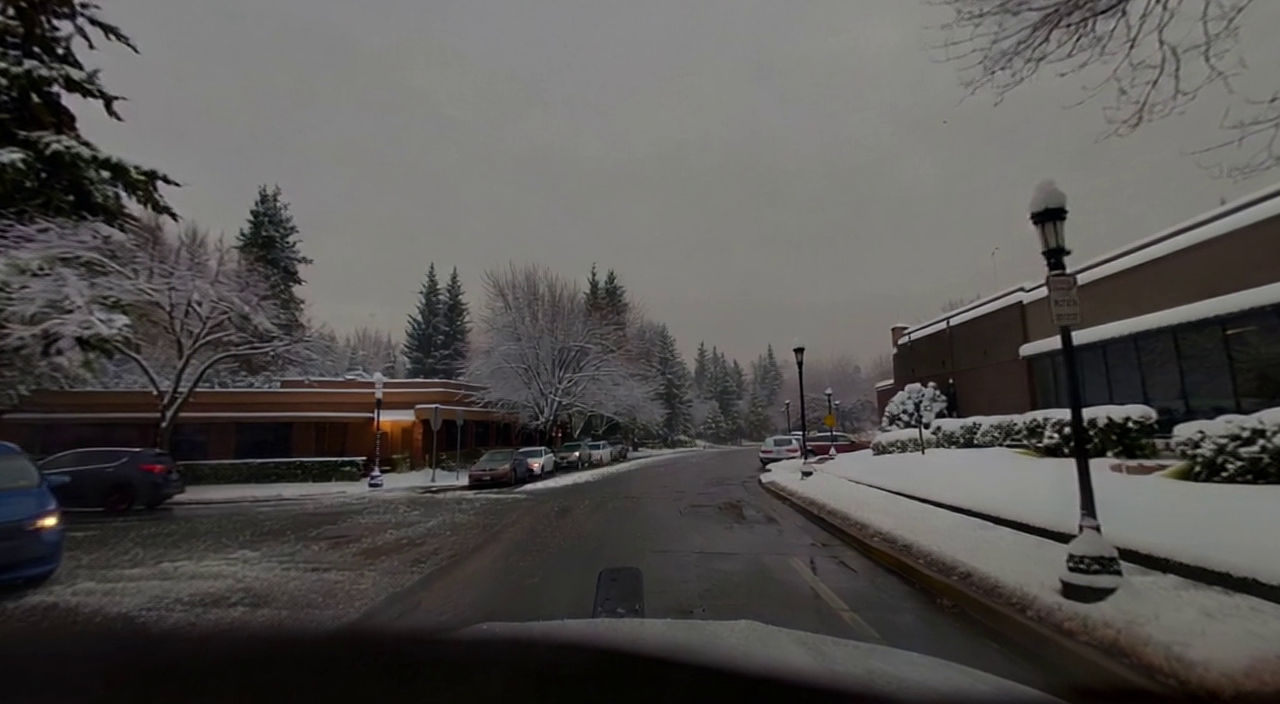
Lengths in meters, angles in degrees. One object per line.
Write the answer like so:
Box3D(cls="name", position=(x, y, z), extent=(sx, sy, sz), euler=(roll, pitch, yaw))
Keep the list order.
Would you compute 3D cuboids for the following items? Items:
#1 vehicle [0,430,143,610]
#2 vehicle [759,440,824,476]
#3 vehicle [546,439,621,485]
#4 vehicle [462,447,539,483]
Box3D(cls="vehicle", position=(-7.641, 1.695, 6.815), extent=(4.141, 1.620, 1.876), euler=(-5, -10, 27))
Box3D(cls="vehicle", position=(6.715, 4.743, 28.544), extent=(1.918, 1.461, 4.419), euler=(0, -9, 1))
Box3D(cls="vehicle", position=(-2.131, 4.341, 25.311), extent=(2.110, 1.651, 4.410), euler=(-1, -9, 7))
Box3D(cls="vehicle", position=(-6.047, 4.942, 27.947), extent=(1.968, 1.443, 4.358), euler=(-1, -9, 6))
